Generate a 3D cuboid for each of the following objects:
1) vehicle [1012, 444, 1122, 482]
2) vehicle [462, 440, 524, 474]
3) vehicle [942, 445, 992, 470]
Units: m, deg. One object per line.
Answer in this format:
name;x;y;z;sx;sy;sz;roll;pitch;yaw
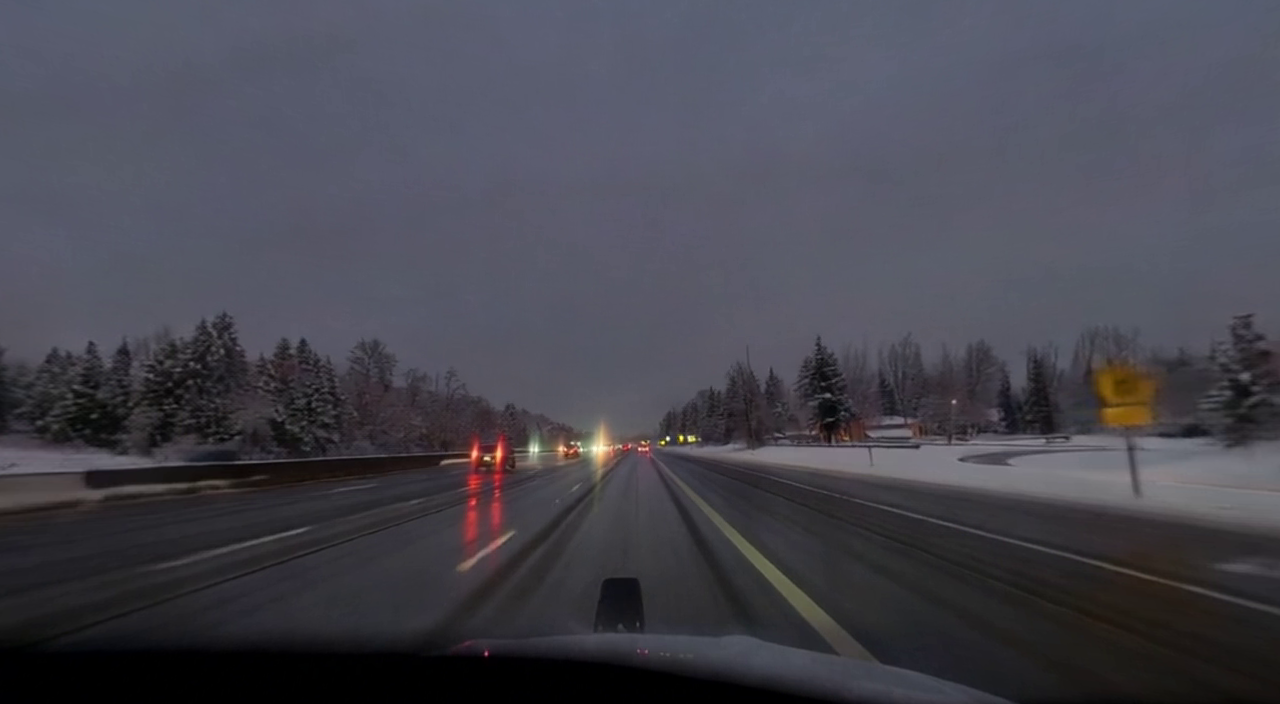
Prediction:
vehicle;19.234;4.975;28.668;1.989;1.529;4.791;1;-8;5
vehicle;-7.039;5.061;30.581;1.985;1.513;4.172;0;-9;1
vehicle;22.057;7.101;42.637;2.011;1.550;4.792;-1;-8;15
